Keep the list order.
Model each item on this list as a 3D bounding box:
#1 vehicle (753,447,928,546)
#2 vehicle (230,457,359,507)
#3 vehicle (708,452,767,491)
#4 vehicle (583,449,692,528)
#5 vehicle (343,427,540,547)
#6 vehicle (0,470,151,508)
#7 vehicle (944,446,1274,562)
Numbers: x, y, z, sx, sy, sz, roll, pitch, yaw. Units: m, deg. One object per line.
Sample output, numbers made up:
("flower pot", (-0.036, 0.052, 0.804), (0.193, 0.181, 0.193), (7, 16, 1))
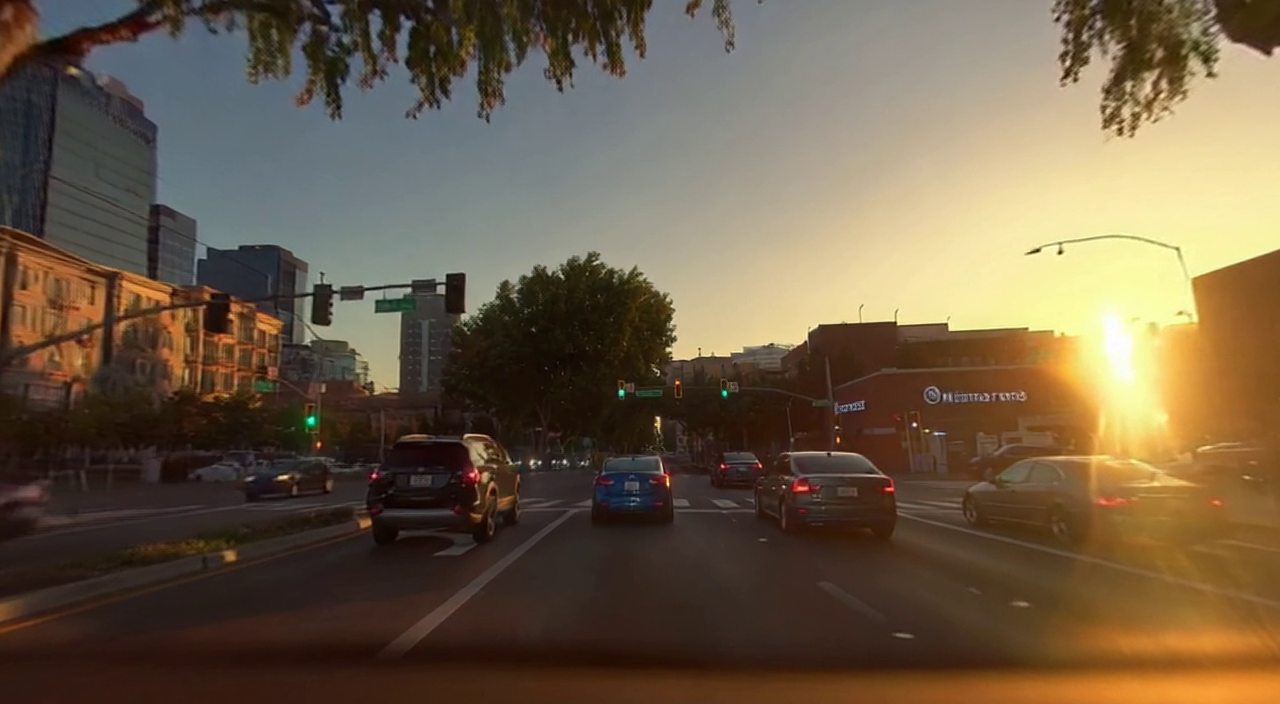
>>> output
("vehicle", (3.476, 2.549, 11.884), (2.020, 1.513, 4.120), (0, -8, 1))
("vehicle", (-12.057, 4.536, 22.454), (1.912, 1.477, 4.398), (-1, -8, 3))
("vehicle", (4.132, 5.121, 27.427), (1.888, 1.472, 4.528), (0, -8, 1))
("vehicle", (-0.037, 2.939, 14.210), (2.098, 1.477, 3.897), (0, -8, 0))
("vehicle", (-3.465, 2.466, 12.343), (2.160, 1.823, 5.115), (0, -8, 0))
("vehicle", (-25.411, 6.161, 28.557), (4.679, 1.488, 2.052), (2, -9, -14))
("vehicle", (7.295, 2.345, 10.662), (2.004, 1.508, 4.646), (0, -8, 0))
